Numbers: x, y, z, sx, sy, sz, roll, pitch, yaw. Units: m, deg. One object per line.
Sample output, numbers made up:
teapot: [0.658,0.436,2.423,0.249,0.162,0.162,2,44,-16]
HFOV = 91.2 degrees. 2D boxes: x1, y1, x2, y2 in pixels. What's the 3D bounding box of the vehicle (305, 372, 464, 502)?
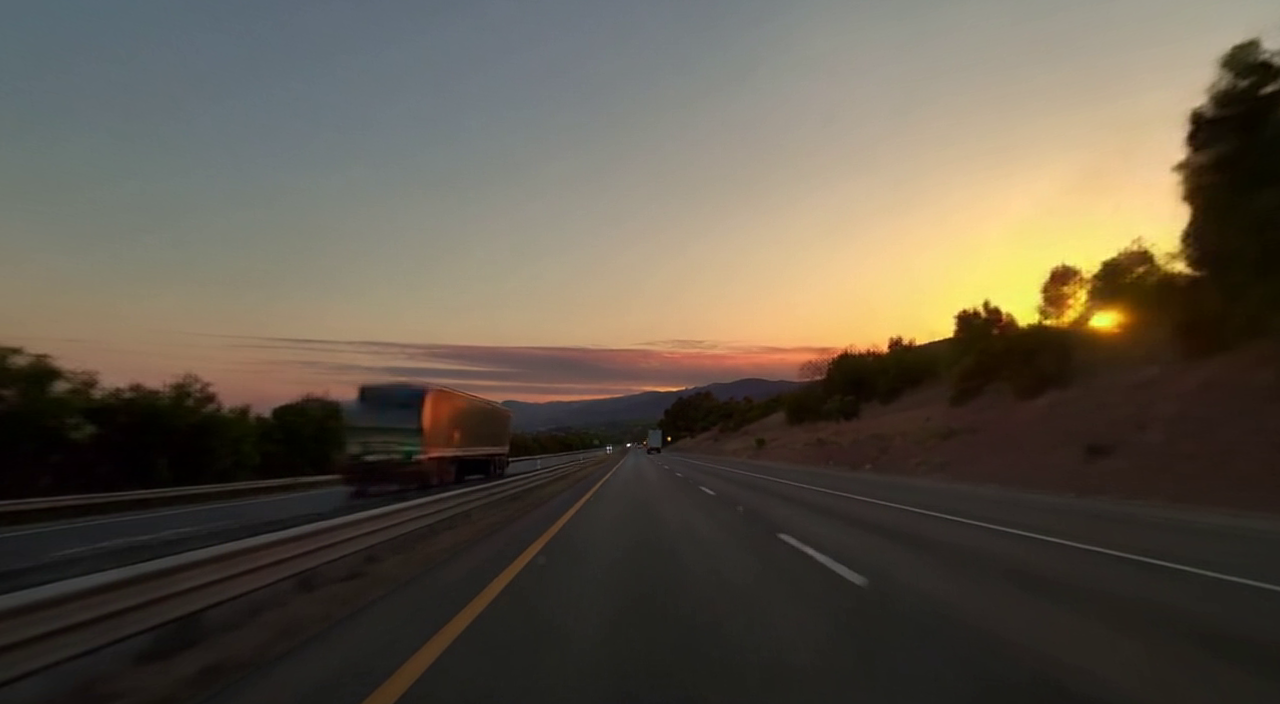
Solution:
vehicle: [-8.765,3.077,22.489,3.106,3.995,5.903,0,-9,0]
